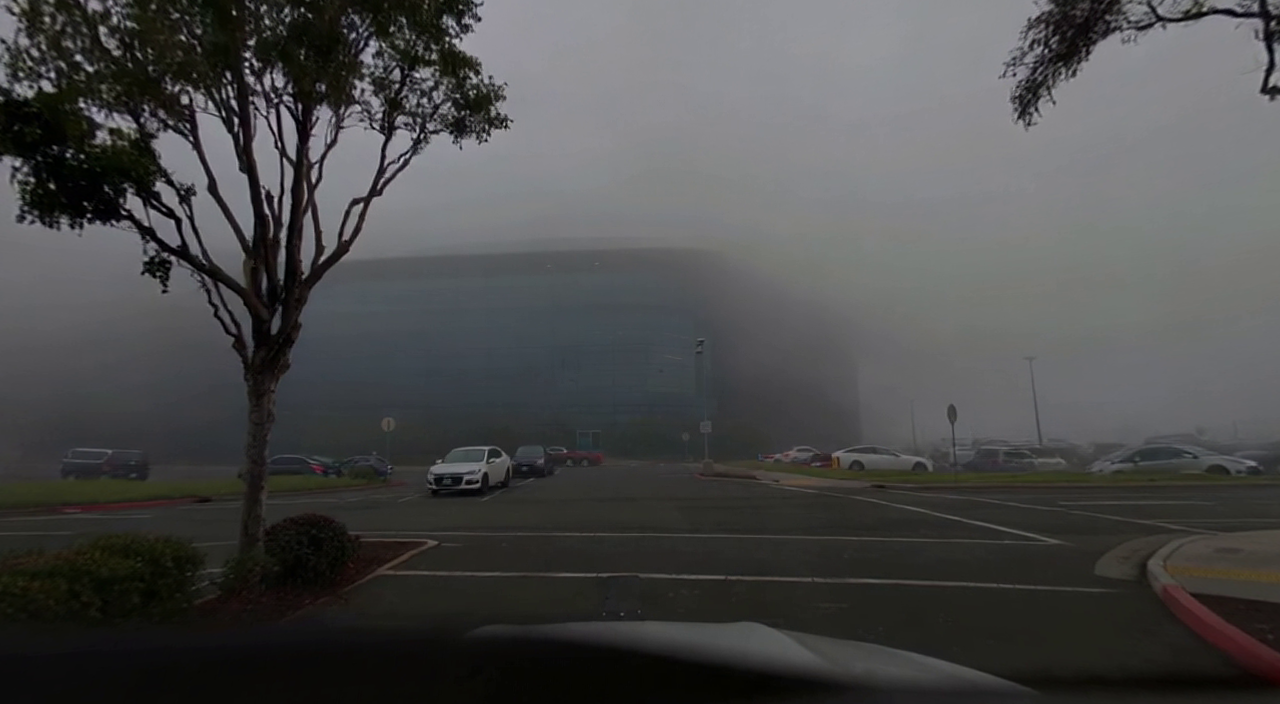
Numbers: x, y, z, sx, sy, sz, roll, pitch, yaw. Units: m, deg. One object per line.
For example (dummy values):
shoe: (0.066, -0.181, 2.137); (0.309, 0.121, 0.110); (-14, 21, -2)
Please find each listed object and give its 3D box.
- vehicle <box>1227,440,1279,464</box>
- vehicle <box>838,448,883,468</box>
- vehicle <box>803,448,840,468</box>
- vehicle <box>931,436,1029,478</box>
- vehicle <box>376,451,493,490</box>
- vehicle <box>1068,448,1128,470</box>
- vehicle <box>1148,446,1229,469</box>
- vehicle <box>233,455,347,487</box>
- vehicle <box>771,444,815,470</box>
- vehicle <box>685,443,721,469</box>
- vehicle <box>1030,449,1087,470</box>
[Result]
vehicle: (43.059, 6.810, 43.077); (1.758, 1.572, 4.421); (0, -8, 1)
vehicle: (17.051, 8.223, 49.087); (1.971, 1.478, 4.477); (0, -8, 1)
vehicle: (14.203, 8.300, 49.642); (1.935, 1.477, 3.719); (0, -8, 3)
vehicle: (16.476, 5.099, 30.975); (2.048, 1.852, 4.998); (0, -9, 1)
vehicle: (-8.712, 4.976, 26.904); (4.442, 1.504, 1.809); (5, -10, -28)
vehicle: (31.289, 7.309, 43.251); (1.519, 1.371, 3.278); (0, -8, -1)
vehicle: (37.013, 7.119, 42.784); (1.678, 1.423, 4.191); (0, -8, -1)
vehicle: (-16.748, 5.687, 30.366); (4.331, 1.437, 1.876); (0, -8, 2)
vehicle: (10.522, 7.207, 43.720); (1.936, 1.673, 4.305); (0, -8, 0)
vehicle: (4.617, 7.752, 47.298); (2.262, 1.794, 5.331); (0, -8, 1)
vehicle: (28.330, 7.290, 42.883); (1.495, 1.371, 3.336); (-1, -9, -2)
